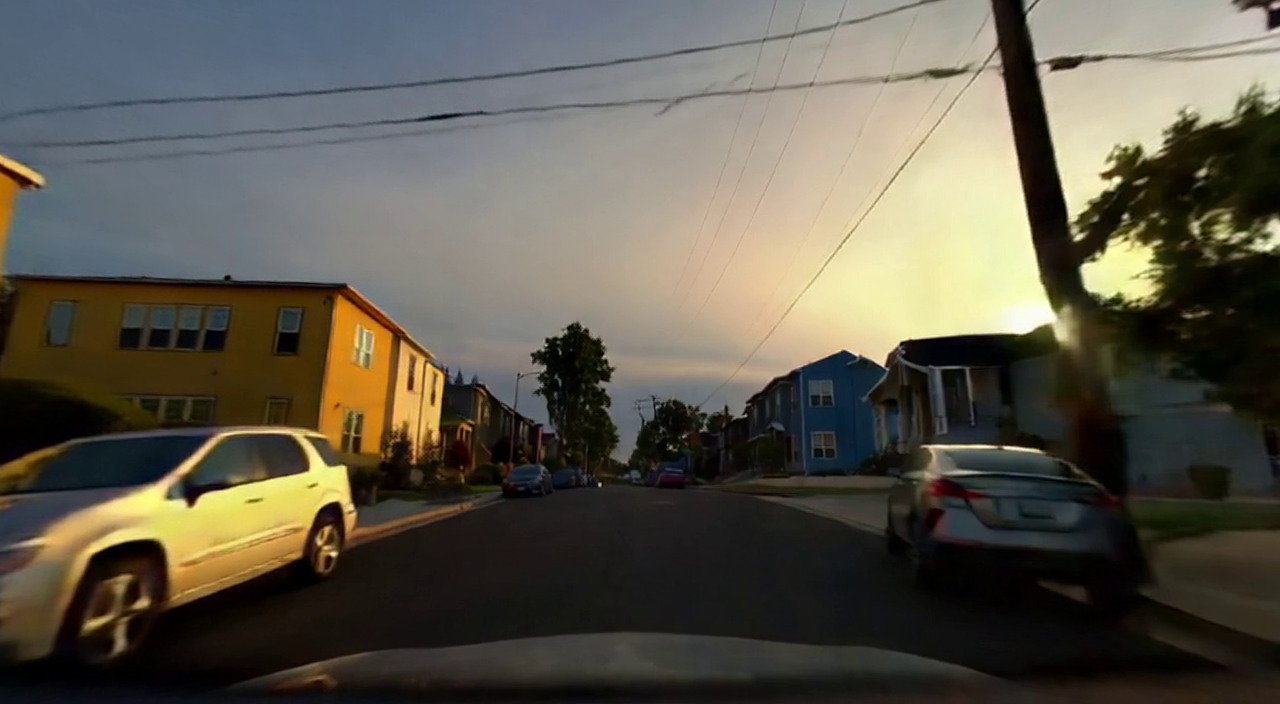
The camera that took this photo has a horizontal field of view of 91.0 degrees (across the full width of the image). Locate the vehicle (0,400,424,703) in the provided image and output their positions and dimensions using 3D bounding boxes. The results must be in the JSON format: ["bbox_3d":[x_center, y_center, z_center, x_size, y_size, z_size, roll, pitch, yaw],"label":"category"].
[{"bbox_3d":[-4.198,1.417,6.132,2.131,1.851,5.650,0,-4,1],"label":"vehicle"}]

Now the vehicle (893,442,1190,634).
[{"bbox_3d":[4.543,1.902,7.719,2.139,1.533,4.676,-5,-10,27],"label":"vehicle"}]

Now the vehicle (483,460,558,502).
[{"bbox_3d":[-4.663,5.105,25.322,2.080,1.471,4.638,1,-10,0],"label":"vehicle"}]

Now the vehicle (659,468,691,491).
[{"bbox_3d":[2.542,9.378,46.572,1.888,1.484,4.476,0,-9,-2],"label":"vehicle"}]

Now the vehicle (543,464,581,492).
[{"bbox_3d":[-4.874,7.963,39.995,2.020,1.470,5.300,0,-9,-3],"label":"vehicle"}]
